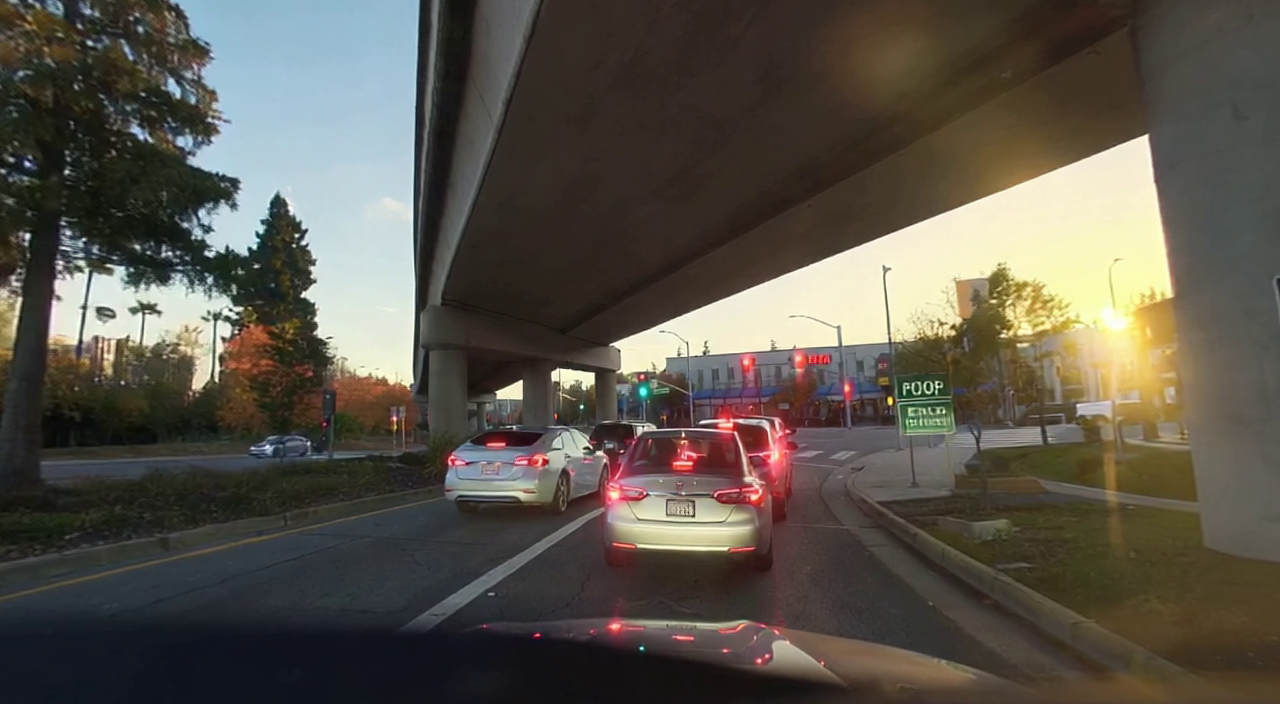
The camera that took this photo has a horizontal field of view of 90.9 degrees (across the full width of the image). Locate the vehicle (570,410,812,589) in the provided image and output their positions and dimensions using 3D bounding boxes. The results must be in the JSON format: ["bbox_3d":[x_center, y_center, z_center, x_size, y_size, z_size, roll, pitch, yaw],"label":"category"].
[{"bbox_3d":[0.774,1.648,7.963,2.195,1.571,4.353,-2,-8,9],"label":"vehicle"}]

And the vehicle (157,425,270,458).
[{"bbox_3d":[-27.325,5.764,40.608,5.457,2.021,2.213,2,-9,-14],"label":"vehicle"}]

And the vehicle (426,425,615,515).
[{"bbox_3d":[-2.221,2.400,13.391,2.214,1.519,4.704,-2,-9,13],"label":"vehicle"}]

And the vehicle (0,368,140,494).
[{"bbox_3d":[-24.255,2.789,19.861,13.064,3.755,3.269,-2,-8,-13],"label":"vehicle"}]
